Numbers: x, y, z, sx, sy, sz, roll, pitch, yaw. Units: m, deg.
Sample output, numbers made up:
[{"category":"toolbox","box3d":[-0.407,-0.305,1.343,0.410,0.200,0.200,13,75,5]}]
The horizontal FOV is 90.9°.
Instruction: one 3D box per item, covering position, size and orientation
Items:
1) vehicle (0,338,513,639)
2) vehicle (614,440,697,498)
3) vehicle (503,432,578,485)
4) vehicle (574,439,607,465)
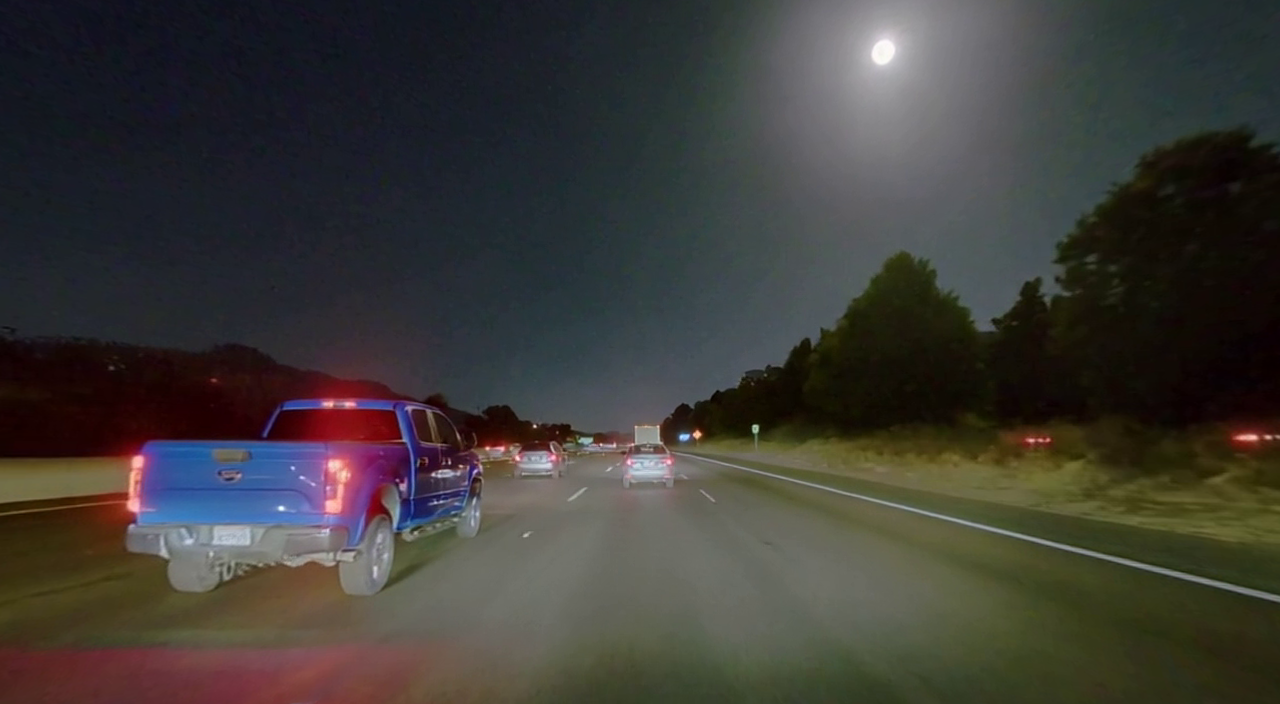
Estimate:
[{"category":"vehicle","box3d":[-3.306,1.359,7.364,2.269,2.060,5.933,0,-8,1]},{"category":"vehicle","box3d":[0.379,3.198,17.721,2.054,1.421,4.090,0,-8,0]},{"category":"vehicle","box3d":[-3.459,3.795,22.708,1.903,1.721,4.210,0,-8,1]},{"category":"vehicle","box3d":[-3.363,6.890,43.613,1.897,1.646,4.049,0,-8,1]}]
